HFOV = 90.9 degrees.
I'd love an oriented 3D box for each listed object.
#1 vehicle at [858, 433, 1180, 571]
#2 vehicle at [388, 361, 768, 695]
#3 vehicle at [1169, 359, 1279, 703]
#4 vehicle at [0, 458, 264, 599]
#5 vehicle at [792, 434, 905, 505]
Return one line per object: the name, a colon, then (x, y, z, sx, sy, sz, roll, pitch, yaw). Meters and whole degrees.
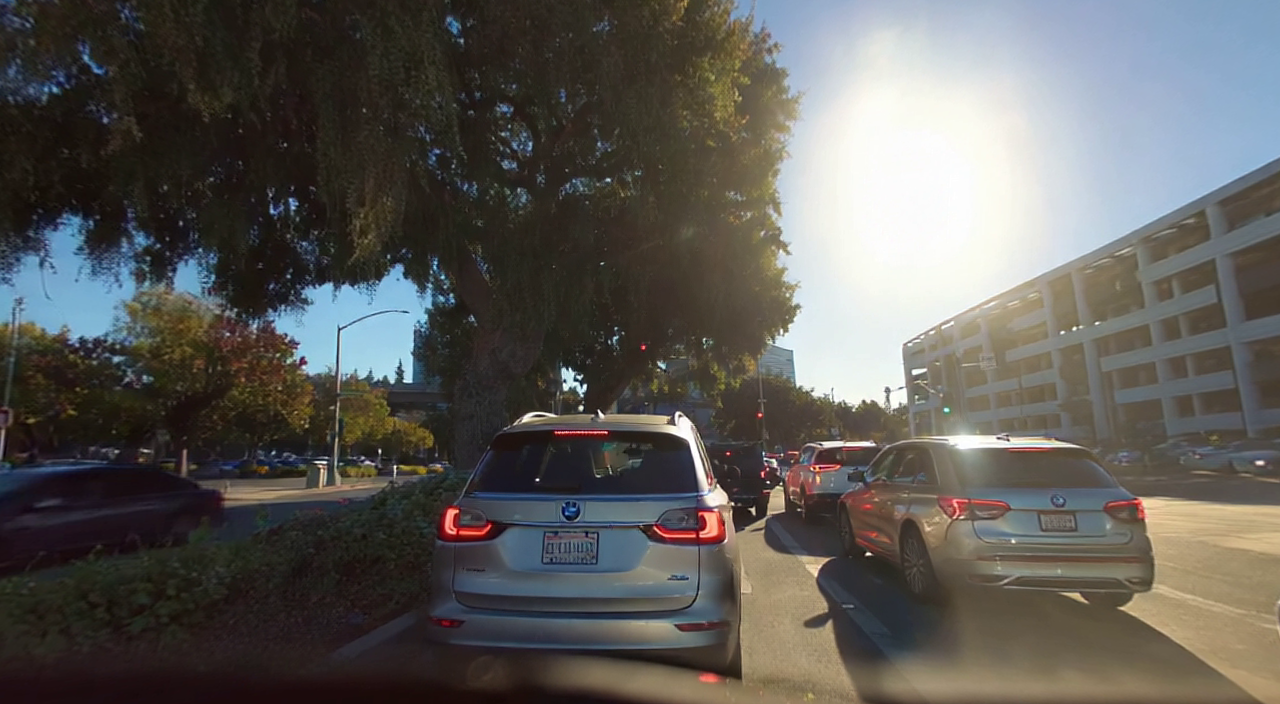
vehicle: (4.908, 1.968, 9.180, 1.963, 1.480, 4.553, 0, -8, 2)
vehicle: (-0.205, 1.238, 5.571, 2.021, 1.742, 4.295, -1, -8, 4)
vehicle: (4.049, 0.612, 1.108, 1.993, 1.719, 4.953, 0, -8, 1)
vehicle: (-8.167, 2.351, 9.192, 2.163, 1.500, 4.753, -1, -8, 5)
vehicle: (5.333, 3.034, 16.727, 1.994, 1.638, 4.100, -1, -9, 6)
